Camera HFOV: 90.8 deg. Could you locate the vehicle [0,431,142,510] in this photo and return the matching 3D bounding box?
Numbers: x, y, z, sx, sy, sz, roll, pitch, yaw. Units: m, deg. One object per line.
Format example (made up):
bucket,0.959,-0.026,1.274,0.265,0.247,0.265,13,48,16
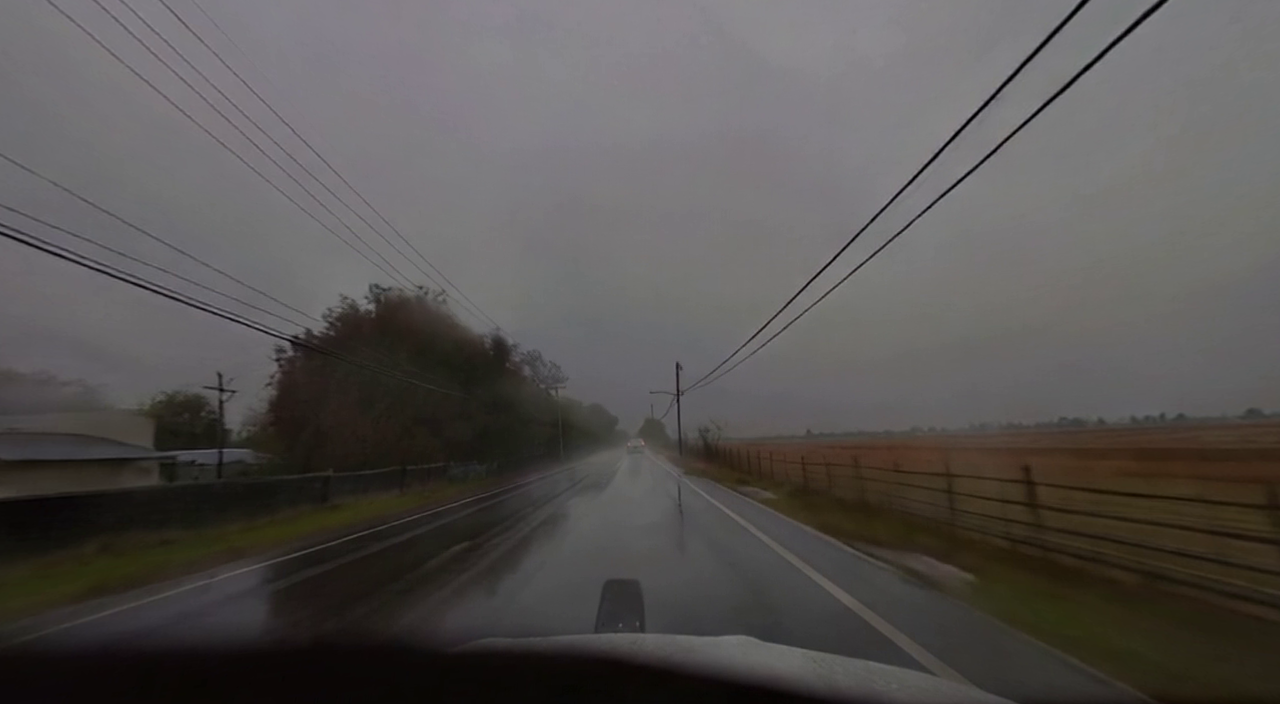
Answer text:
vehicle,-27.123,5.171,27.911,2.681,3.188,7.534,-4,-9,18
